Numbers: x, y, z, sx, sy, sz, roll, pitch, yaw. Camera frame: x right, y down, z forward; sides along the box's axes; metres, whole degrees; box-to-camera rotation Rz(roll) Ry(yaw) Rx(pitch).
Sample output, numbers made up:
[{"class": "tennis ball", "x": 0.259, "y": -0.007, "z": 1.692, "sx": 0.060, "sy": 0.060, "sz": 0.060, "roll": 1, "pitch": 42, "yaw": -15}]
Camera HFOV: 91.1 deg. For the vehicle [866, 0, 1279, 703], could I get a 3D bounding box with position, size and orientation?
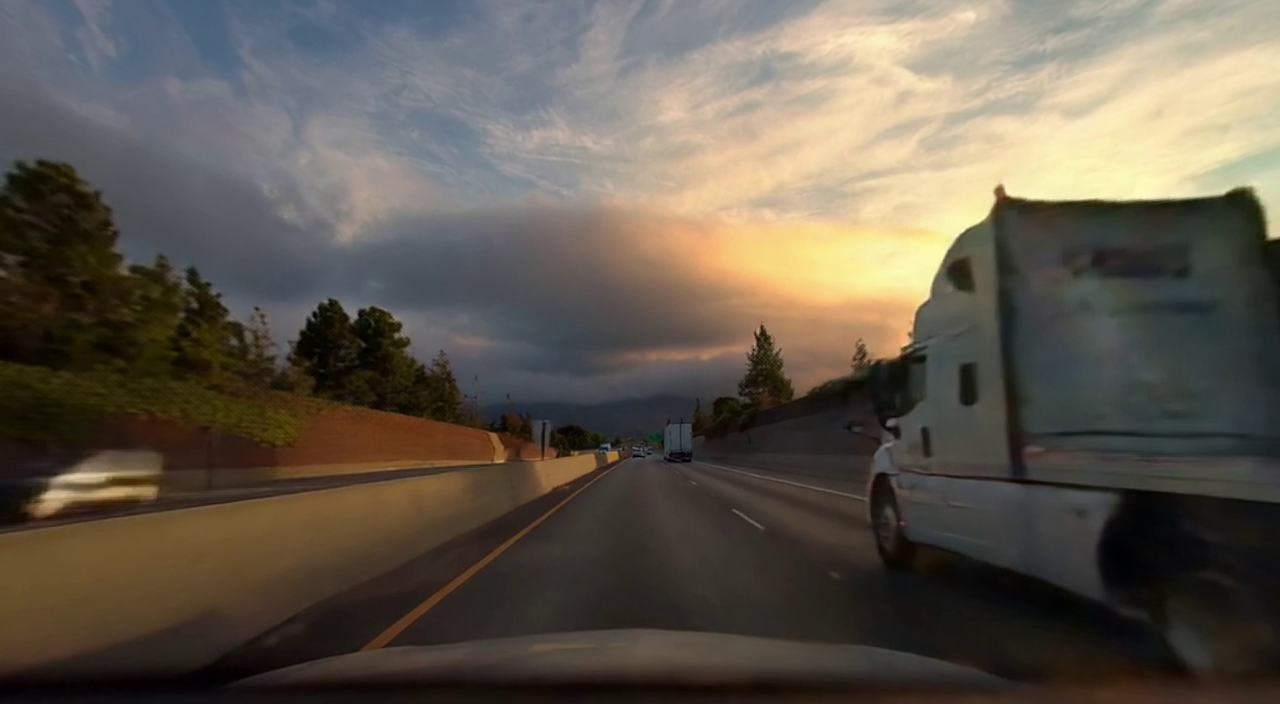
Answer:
[{"class": "vehicle", "x": 4.054, "y": -0.045, "z": 3.614, "sx": 2.989, "sy": 3.896, "sz": 6.129, "roll": 0, "pitch": -9, "yaw": -1}]
